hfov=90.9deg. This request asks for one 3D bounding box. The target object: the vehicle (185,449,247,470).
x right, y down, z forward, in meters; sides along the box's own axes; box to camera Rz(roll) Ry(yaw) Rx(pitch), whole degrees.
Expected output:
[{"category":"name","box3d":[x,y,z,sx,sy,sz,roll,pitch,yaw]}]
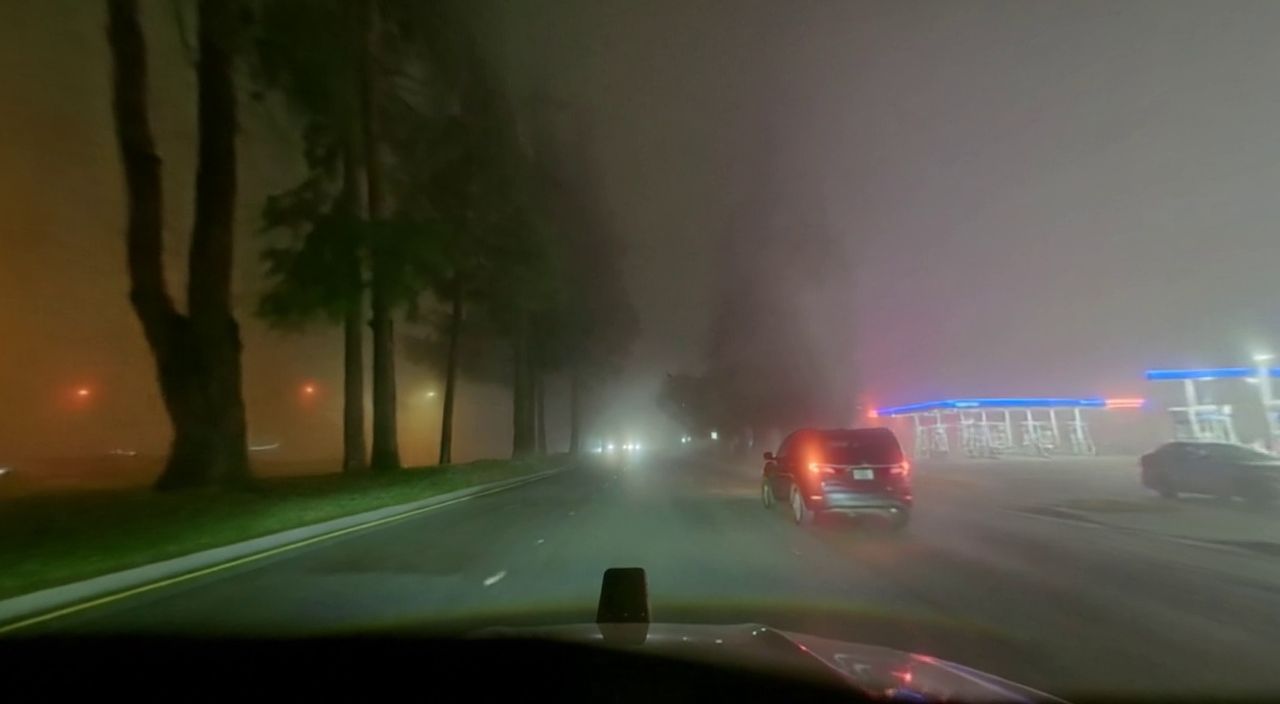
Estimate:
[{"category":"vehicle","box3d":[-31.842,8.080,47.432,3.408,1.370,1.770,-2,-8,0]}]

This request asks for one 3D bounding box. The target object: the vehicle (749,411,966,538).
[{"category":"vehicle","box3d":[3.480,2.077,11.342,2.151,1.771,4.792,0,-8,0]}]

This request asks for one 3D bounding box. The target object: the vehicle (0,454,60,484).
[{"category":"vehicle","box3d":[-31.964,5.830,31.477,4.149,1.418,1.899,-1,-8,1]}]

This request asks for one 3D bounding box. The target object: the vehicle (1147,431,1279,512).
[{"category":"vehicle","box3d":[13.162,2.381,12.798,1.899,1.514,4.749,-2,-8,2]}]
